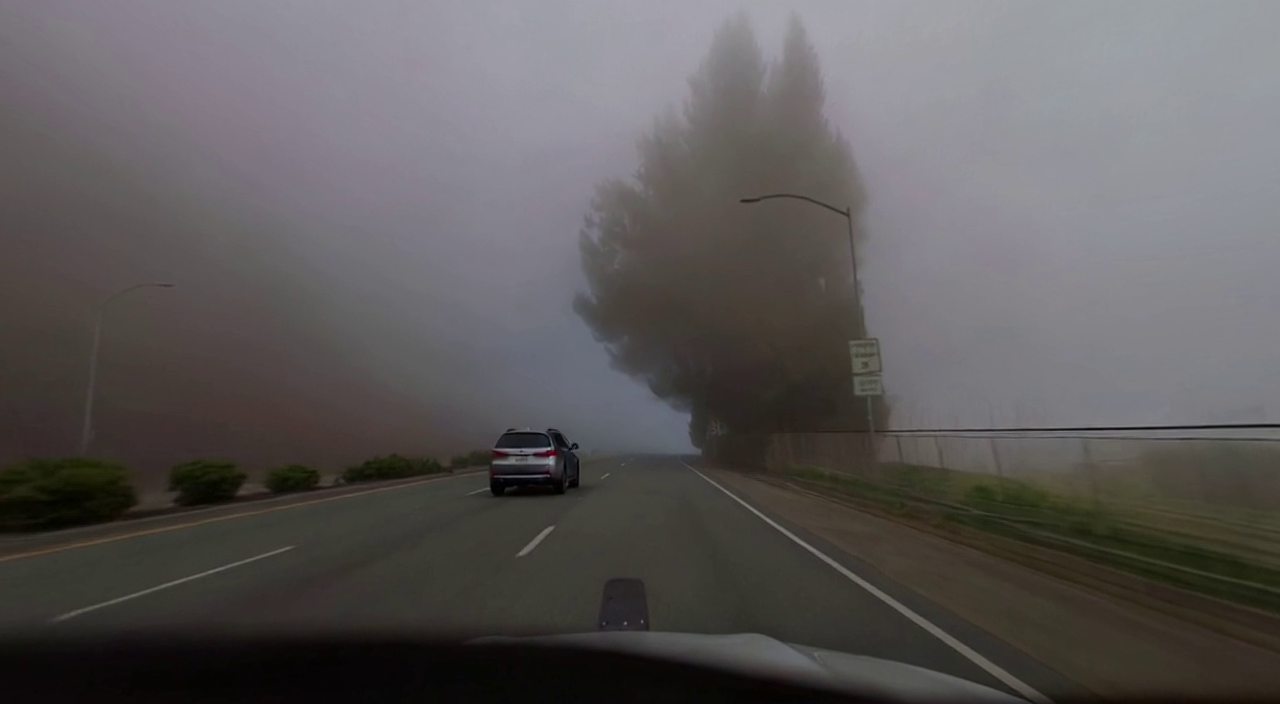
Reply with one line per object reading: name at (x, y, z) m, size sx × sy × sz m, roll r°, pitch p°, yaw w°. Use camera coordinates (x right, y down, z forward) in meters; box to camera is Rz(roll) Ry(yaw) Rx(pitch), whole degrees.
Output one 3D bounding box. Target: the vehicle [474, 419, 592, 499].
vehicle at (-2.678, 2.824, 17.080) m, size 2.160 × 1.855 × 4.695 m, roll -1°, pitch -8°, yaw 3°
